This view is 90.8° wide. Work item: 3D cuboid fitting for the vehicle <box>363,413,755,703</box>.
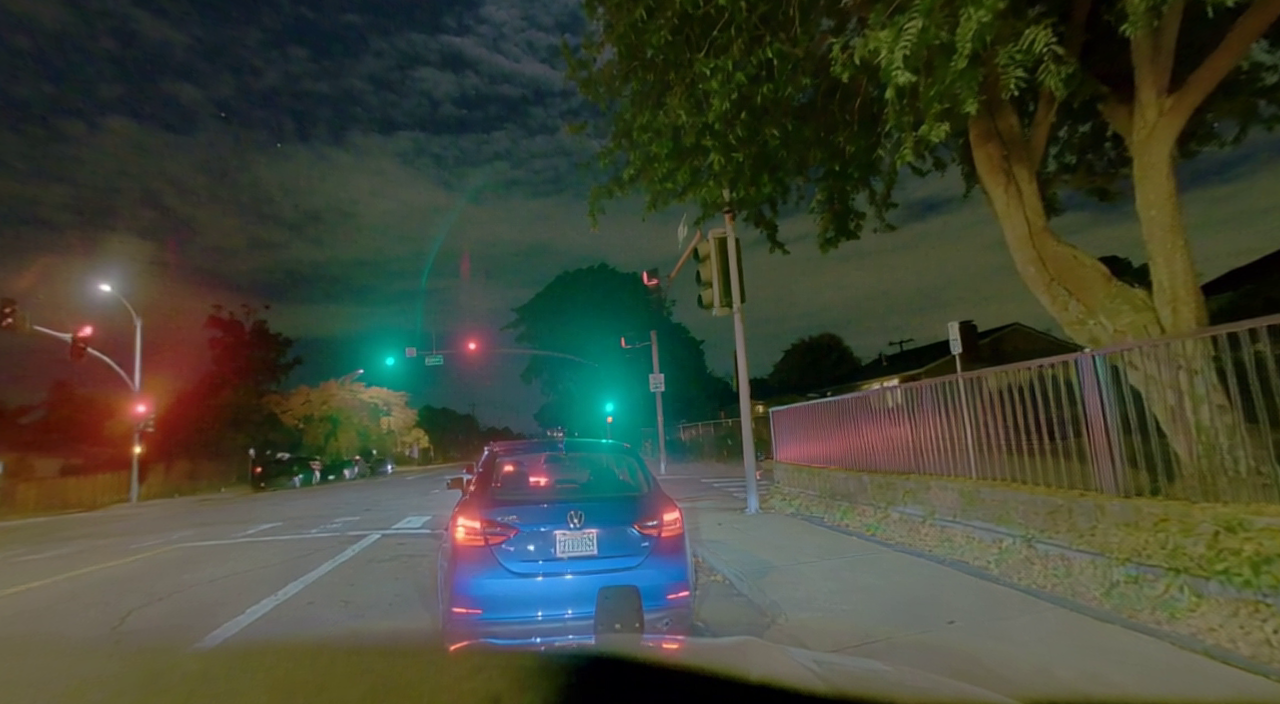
[{"bbox_3d":[-0.668,1.356,5.201,2.024,1.502,3.702,1,-9,-9],"label":"vehicle"}]
